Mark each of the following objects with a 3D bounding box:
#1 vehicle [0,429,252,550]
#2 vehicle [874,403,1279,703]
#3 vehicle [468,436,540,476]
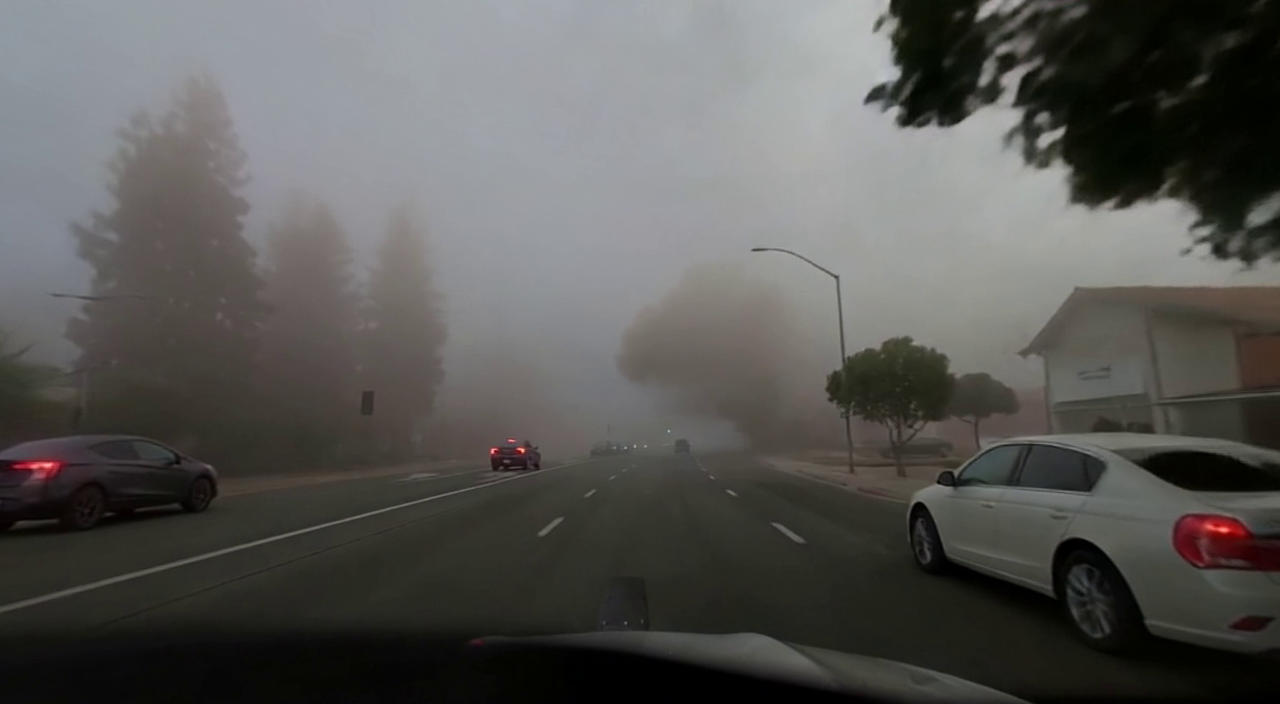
[{"bbox_3d":[-8.763,2.128,10.460,1.951,1.554,4.444,0,-8,-3],"label":"vehicle"},{"bbox_3d":[3.785,1.323,5.168,2.003,1.494,4.705,0,-8,1],"label":"vehicle"},{"bbox_3d":[-5.932,4.594,28.001,1.988,1.597,4.404,-1,-8,3],"label":"vehicle"}]
